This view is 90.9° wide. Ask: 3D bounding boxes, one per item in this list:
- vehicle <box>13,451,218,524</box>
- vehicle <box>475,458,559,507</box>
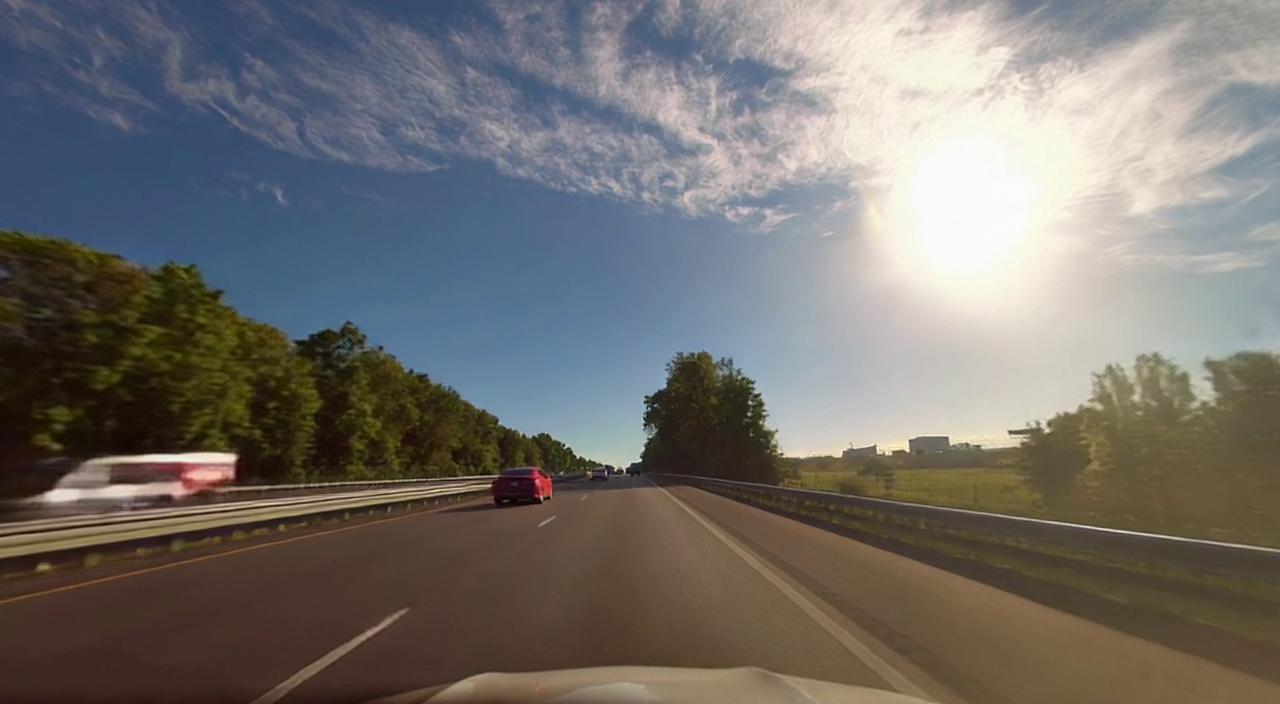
[{"bbox_3d":[-13.198,3.437,16.247,1.814,1.610,3.906,1,-11,0],"label":"vehicle"},{"bbox_3d":[-4.257,4.641,22.652,2.040,1.525,4.603,1,-11,1],"label":"vehicle"}]
